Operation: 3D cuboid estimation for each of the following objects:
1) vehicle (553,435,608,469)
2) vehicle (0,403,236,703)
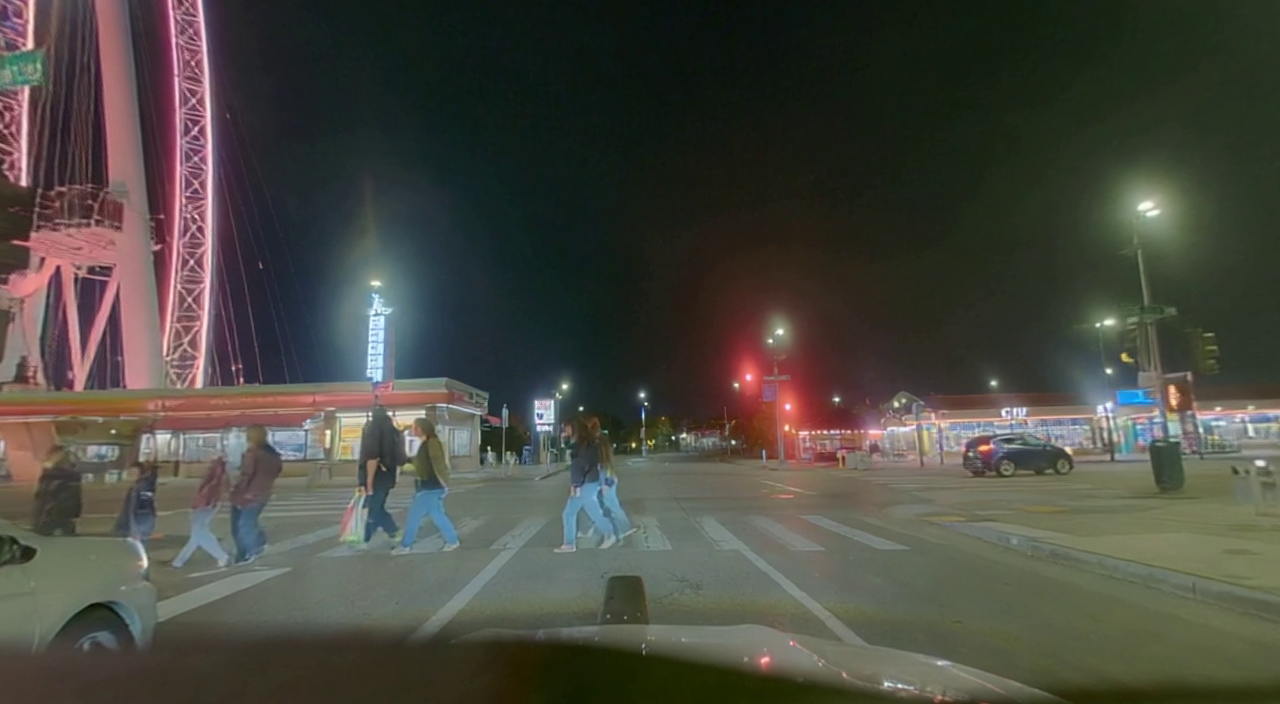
[{"bbox_3d":[-3.881,6.356,40.262,2.549,2.000,5.699,2,-9,-15],"label":"vehicle"},{"bbox_3d":[-3.371,0.784,1.181,1.940,1.505,4.676,-1,-9,3],"label":"vehicle"}]
